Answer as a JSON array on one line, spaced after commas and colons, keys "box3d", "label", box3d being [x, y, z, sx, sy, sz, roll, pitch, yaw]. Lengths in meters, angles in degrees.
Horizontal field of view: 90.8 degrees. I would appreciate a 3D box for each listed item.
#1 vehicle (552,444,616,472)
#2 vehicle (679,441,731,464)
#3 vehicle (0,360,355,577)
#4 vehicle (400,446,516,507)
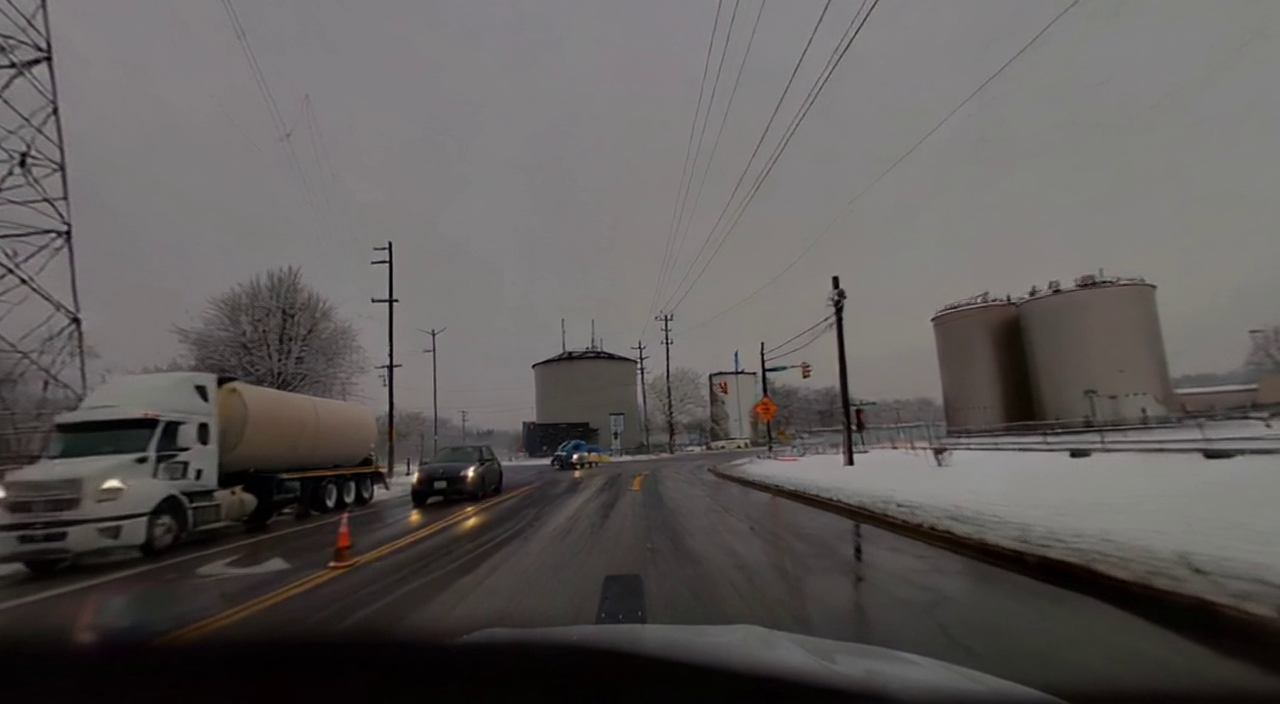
[{"box3d": [-3.436, 6.607, 39.664, 1.944, 1.645, 4.701, -5, -10, 24], "label": "vehicle"}, {"box3d": [4.443, 6.756, 42.690, 2.053, 1.477, 4.218, -6, -10, 27], "label": "vehicle"}, {"box3d": [-8.987, 2.274, 13.175, 2.905, 3.133, 7.675, -1, -9, -4], "label": "vehicle"}, {"box3d": [-5.045, 3.490, 18.248, 2.117, 1.484, 4.544, -1, -9, -2], "label": "vehicle"}]
